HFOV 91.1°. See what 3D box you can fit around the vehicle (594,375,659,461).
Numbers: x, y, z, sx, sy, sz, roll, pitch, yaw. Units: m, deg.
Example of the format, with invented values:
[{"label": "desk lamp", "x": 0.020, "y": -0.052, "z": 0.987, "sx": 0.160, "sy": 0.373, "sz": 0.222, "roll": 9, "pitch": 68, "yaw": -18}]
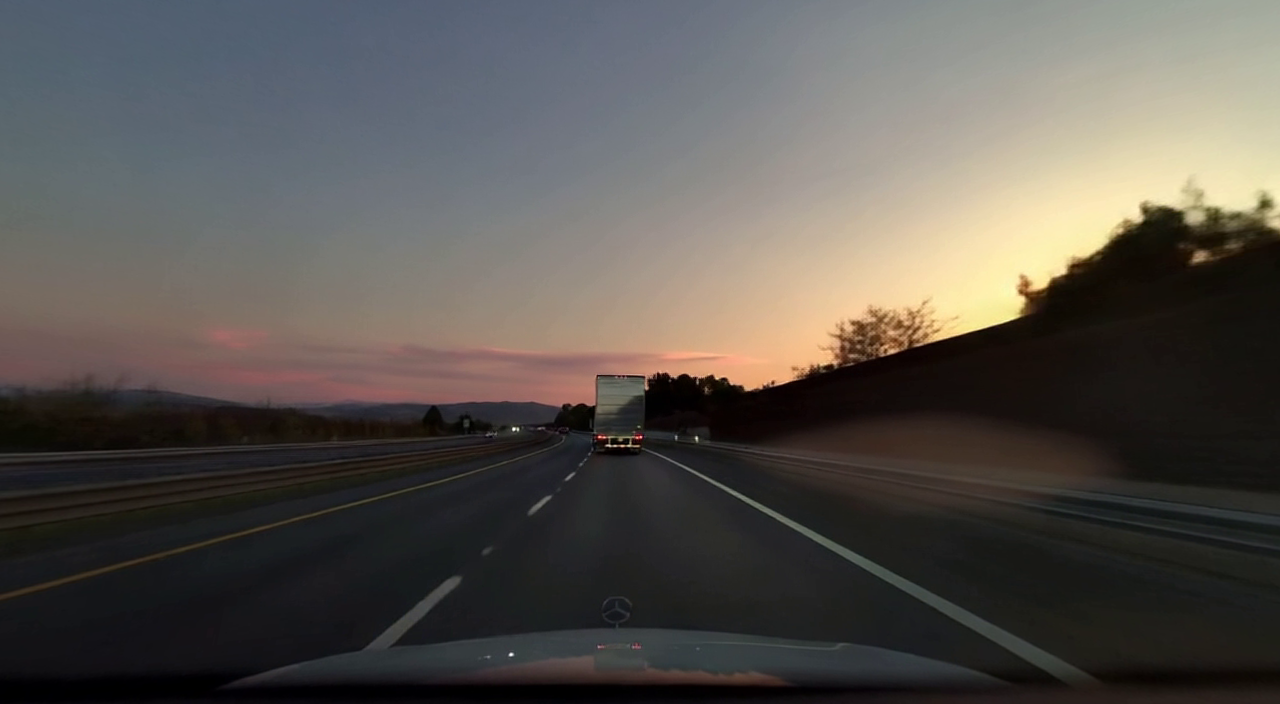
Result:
[{"label": "vehicle", "x": -0.805, "y": 3.734, "z": 34.345, "sx": 3.023, "sy": 3.965, "sz": 10.402, "roll": 0, "pitch": -8, "yaw": -2}]
